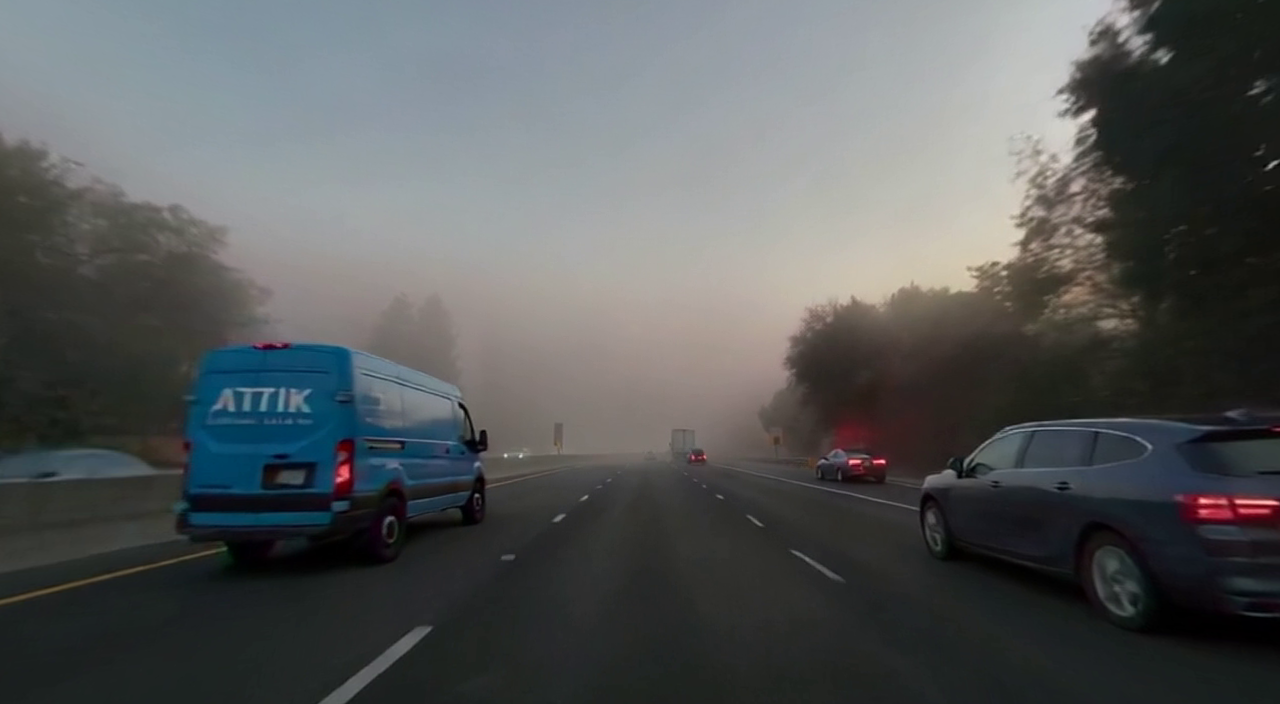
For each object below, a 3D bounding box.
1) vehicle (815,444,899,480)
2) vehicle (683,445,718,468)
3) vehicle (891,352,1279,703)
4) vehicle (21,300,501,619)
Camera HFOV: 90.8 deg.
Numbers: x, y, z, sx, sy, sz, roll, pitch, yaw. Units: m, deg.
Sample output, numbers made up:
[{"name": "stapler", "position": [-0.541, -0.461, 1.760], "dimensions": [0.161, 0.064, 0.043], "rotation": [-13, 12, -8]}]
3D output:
[{"name": "vehicle", "position": [9.823, 5.030, 28.979], "dimensions": [1.838, 1.490, 4.460], "rotation": [1, -9, -6]}, {"name": "vehicle", "position": [4.428, 7.737, 46.777], "dimensions": [2.066, 1.638, 4.158], "rotation": [0, -9, -1]}, {"name": "vehicle", "position": [4.001, 1.160, 4.906], "dimensions": [2.025, 1.706, 4.797], "rotation": [0, -9, -1]}, {"name": "vehicle", "position": [-3.882, 1.390, 8.746], "dimensions": [2.380, 2.648, 6.879], "rotation": [0, -9, -1]}]
